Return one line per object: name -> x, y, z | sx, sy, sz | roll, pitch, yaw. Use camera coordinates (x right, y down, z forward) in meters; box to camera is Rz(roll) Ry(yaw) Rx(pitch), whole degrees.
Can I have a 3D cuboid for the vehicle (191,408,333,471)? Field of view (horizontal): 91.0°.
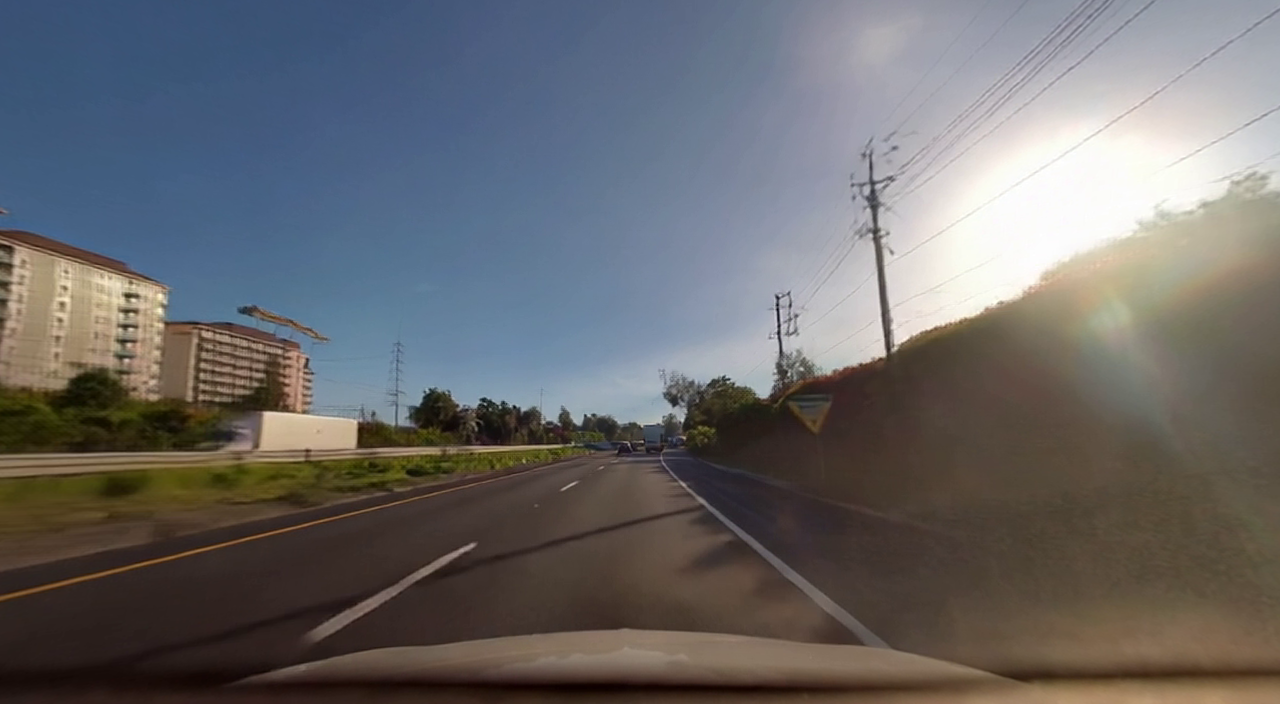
vehicle -> -25.779, 6.176, 43.934 | 3.010, 3.832, 10.575 | 0, -9, 2
